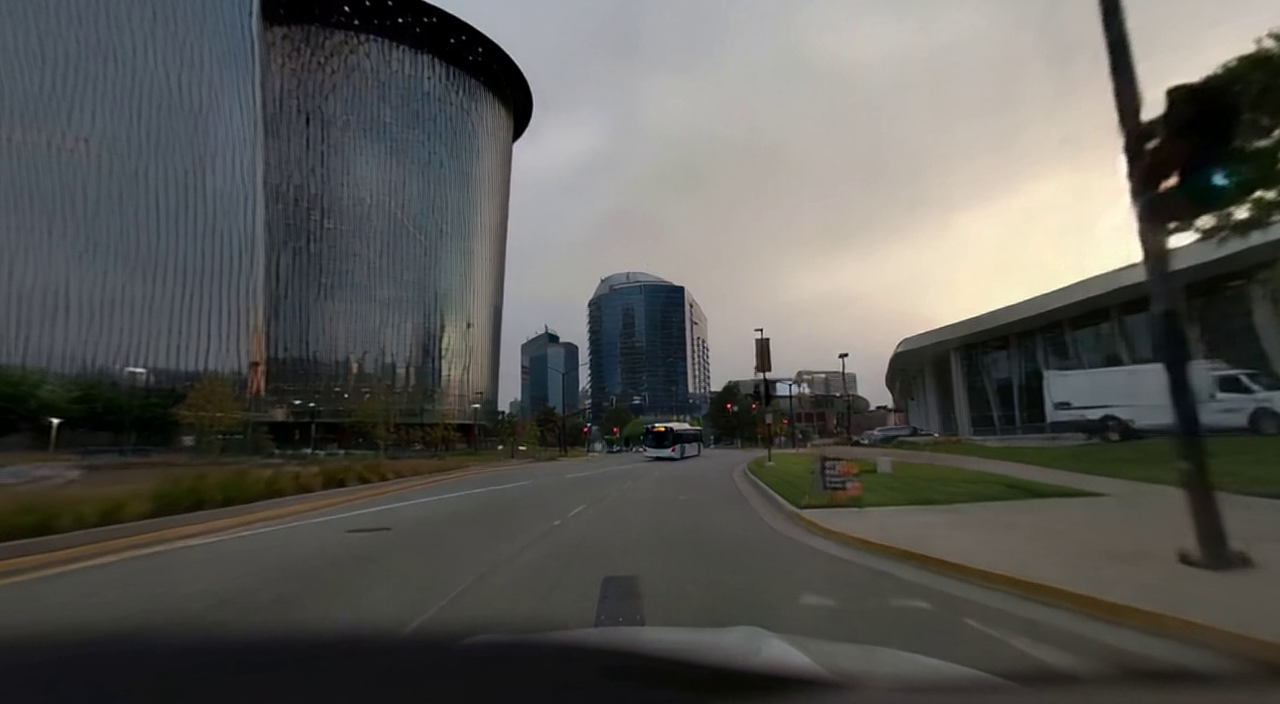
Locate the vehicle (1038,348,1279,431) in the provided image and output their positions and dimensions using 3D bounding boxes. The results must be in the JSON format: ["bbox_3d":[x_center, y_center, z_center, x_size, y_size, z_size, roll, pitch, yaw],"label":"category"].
[{"bbox_3d":[13.889,1.028,16.061,5.745,1.902,2.244,-1,-8,8],"label":"vehicle"}]

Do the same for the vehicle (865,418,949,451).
[{"bbox_3d":[17.631,5.533,41.855,4.647,1.951,2.304,-3,-10,12],"label":"vehicle"}]
